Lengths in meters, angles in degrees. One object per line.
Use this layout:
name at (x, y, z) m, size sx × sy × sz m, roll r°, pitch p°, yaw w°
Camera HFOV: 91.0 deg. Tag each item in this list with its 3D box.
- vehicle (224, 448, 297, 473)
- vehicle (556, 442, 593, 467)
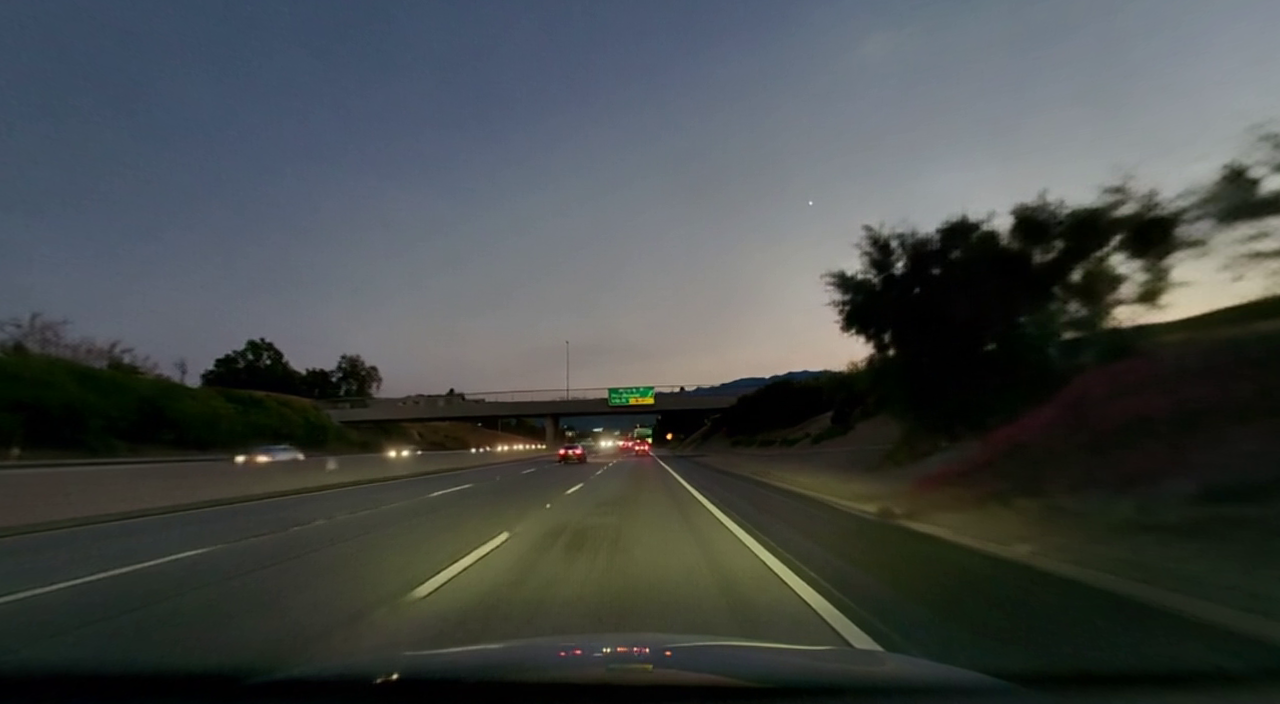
vehicle at (-24.679, 7.049, 41.138) m, size 1.860 × 1.541 × 4.493 m, roll 0°, pitch -9°, yaw 1°
vehicle at (-4.325, 6.831, 42.071) m, size 1.916 × 1.545 × 4.757 m, roll 0°, pitch -9°, yaw 0°
